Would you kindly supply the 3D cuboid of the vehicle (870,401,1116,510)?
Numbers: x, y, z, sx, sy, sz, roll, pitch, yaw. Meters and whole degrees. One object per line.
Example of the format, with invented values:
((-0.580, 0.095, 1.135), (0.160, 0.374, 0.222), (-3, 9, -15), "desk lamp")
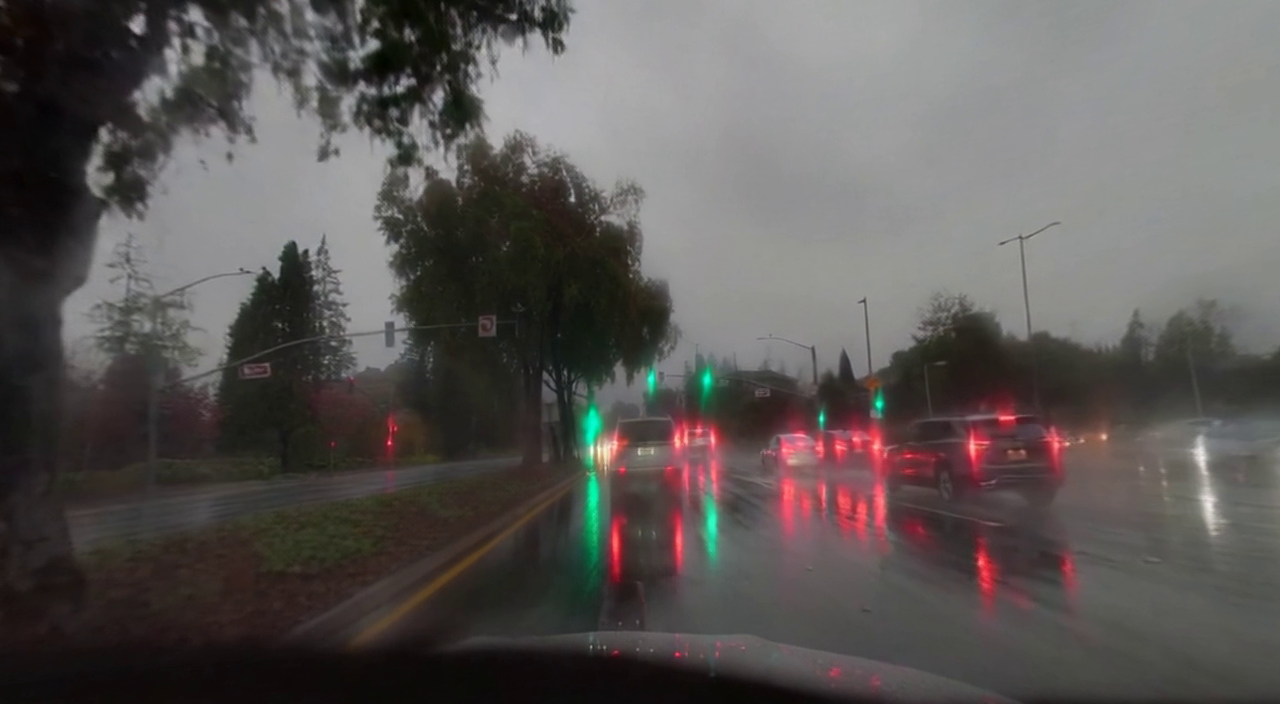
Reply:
((7.126, 2.202, 13.728), (2.251, 1.873, 5.346), (0, -9, 0), "vehicle")

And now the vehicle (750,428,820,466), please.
((7.377, 4.919, 32.803), (2.440, 1.775, 4.791), (0, -9, -1), "vehicle")

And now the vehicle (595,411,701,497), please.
((0.166, 2.570, 16.157), (2.353, 1.894, 4.122), (0, -9, 0), "vehicle")

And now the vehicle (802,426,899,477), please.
((7.360, 3.540, 22.587), (2.025, 1.642, 4.189), (0, -9, 0), "vehicle")
